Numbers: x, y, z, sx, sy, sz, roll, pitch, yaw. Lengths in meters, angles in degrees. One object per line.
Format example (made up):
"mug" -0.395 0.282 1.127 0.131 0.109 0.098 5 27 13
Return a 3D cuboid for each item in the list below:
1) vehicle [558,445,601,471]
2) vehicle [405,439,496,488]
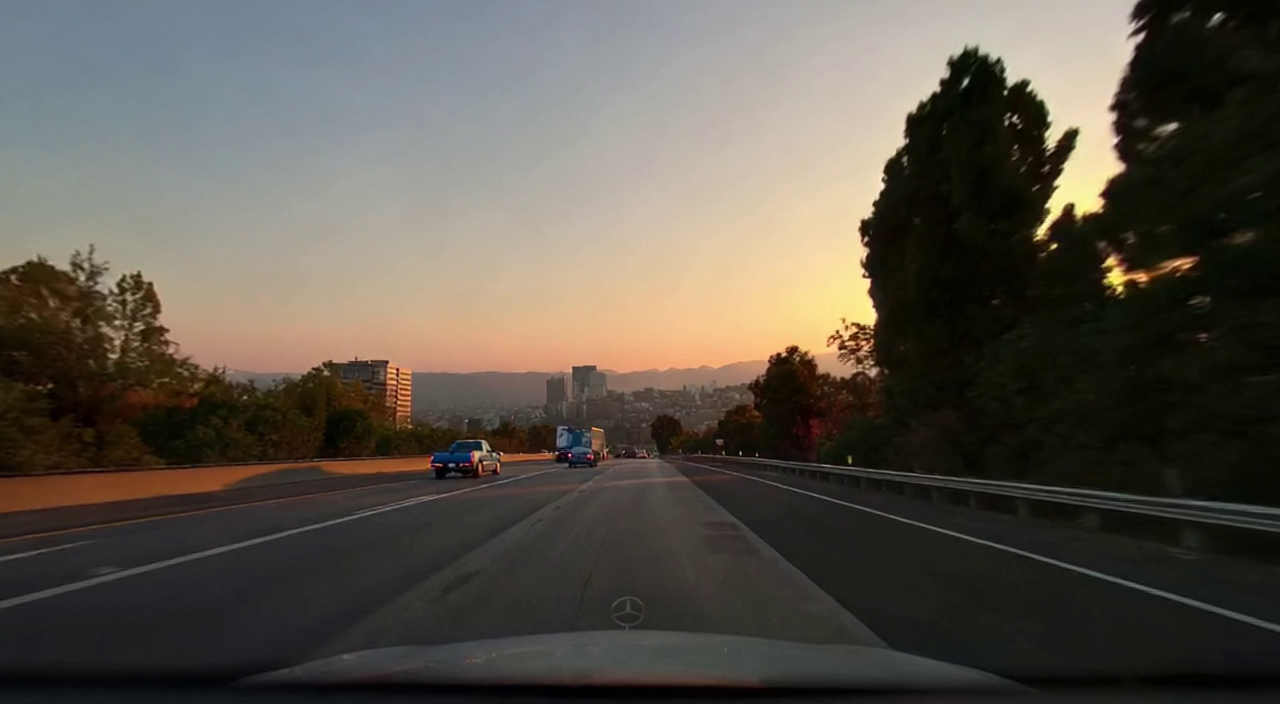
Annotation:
"vehicle" -3.750 6.617 39.665 2.184 1.554 4.350 0 -8 1
"vehicle" -7.028 4.175 23.965 2.075 1.646 4.405 0 -8 0
